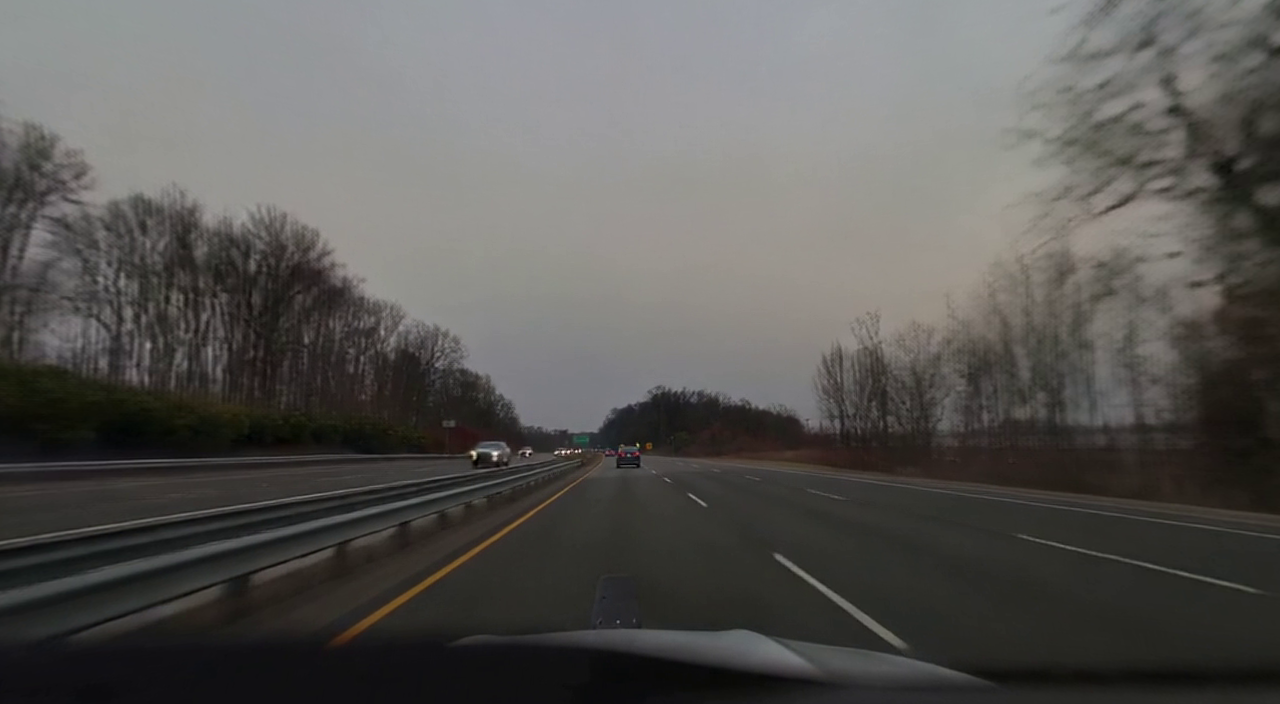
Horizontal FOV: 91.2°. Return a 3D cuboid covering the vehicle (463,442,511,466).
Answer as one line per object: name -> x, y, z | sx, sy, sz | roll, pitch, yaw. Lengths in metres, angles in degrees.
vehicle -> -10.447, 7.026, 43.142 | 2.128, 1.510, 5.066 | 0, -9, -1

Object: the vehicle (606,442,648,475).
vehicle -> -0.729, 5.867, 34.667 | 2.151, 1.693, 4.201 | 0, -9, -2
